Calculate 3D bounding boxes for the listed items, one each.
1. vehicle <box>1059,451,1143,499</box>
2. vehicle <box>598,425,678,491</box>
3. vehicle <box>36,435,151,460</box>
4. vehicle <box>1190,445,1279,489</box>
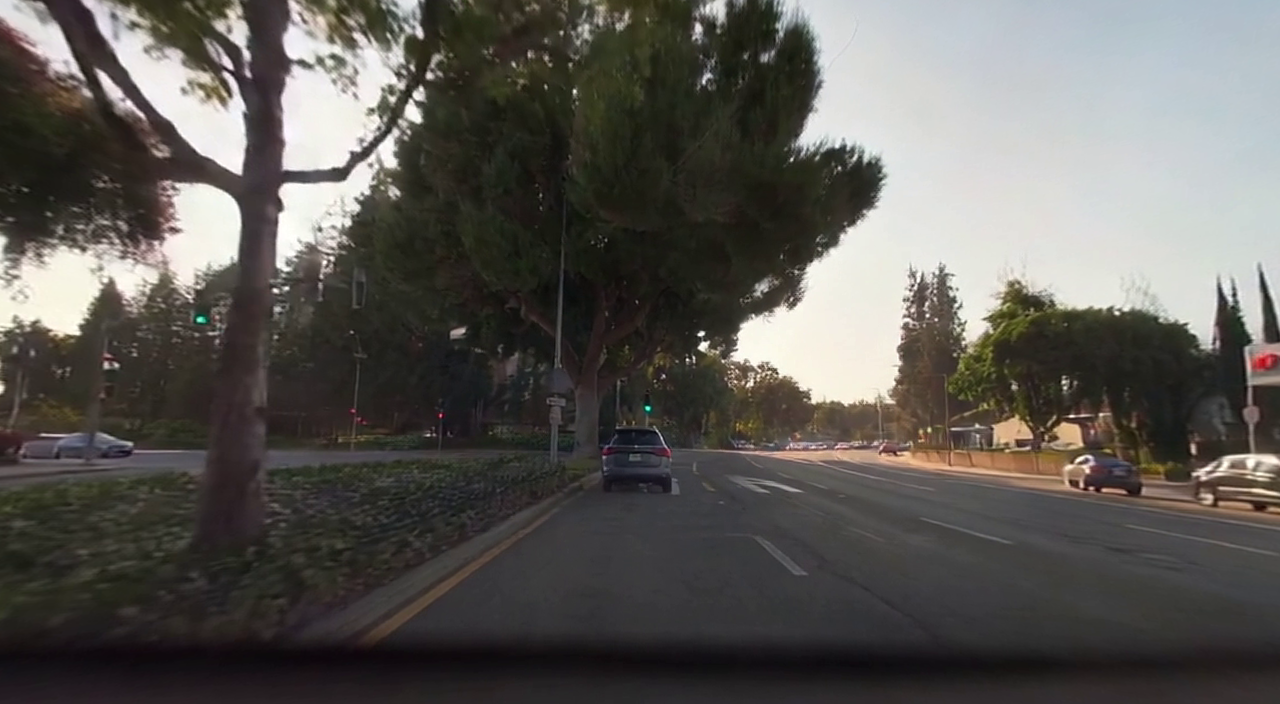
[{"bbox_3d":[16.312,4.268,22.479,2.099,1.464,4.615,-6,-10,35],"label":"vehicle"},{"bbox_3d":[-0.068,3.025,18.289,2.055,1.655,4.204,0,-9,0],"label":"vehicle"},{"bbox_3d":[-32.512,5.694,37.722,4.749,1.463,1.871,2,-9,-11],"label":"vehicle"},{"bbox_3d":[24.190,4.397,24.339,4.331,1.604,1.858,1,-9,-5],"label":"vehicle"}]
